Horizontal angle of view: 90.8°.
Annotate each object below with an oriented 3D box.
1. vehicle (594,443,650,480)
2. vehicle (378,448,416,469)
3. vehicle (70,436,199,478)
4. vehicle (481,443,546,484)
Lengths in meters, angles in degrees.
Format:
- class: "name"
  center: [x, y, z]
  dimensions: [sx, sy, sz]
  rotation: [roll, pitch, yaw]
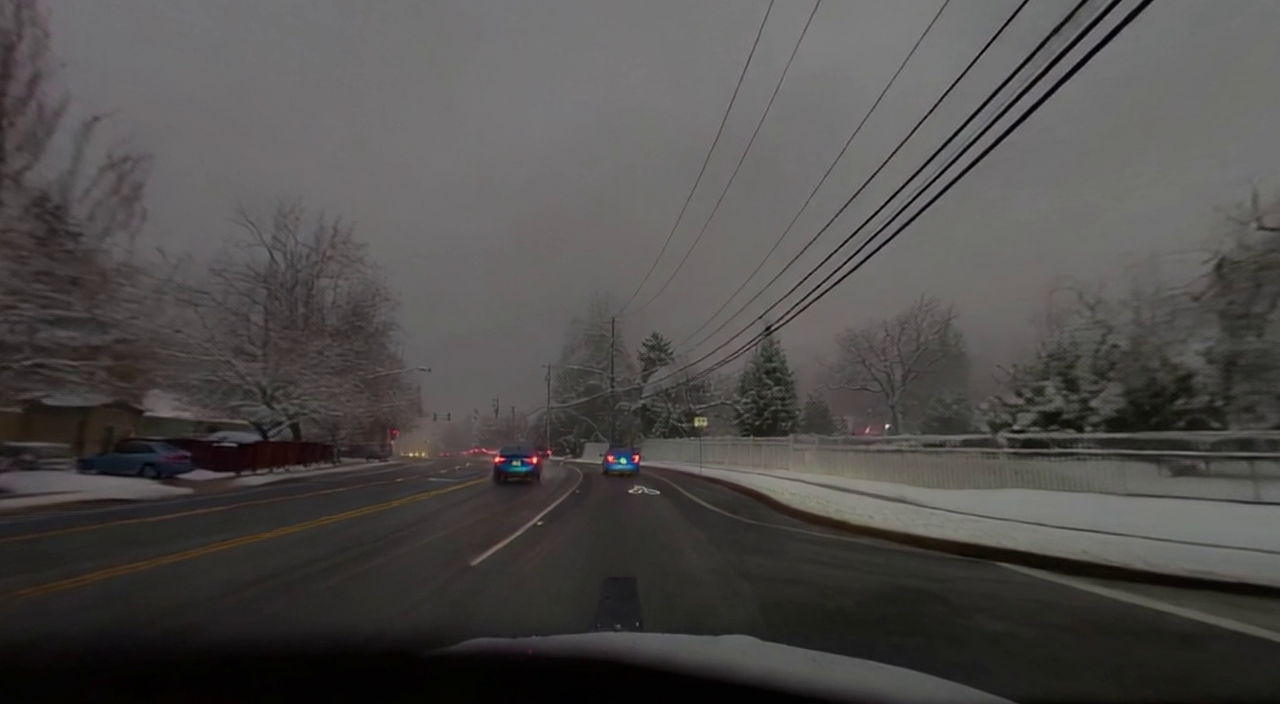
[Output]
- class: "vehicle"
  center: [-0.879, 4.854, 28.286]
  dimensions: [2.168, 1.504, 4.284]
  rotation: [2, -8, -6]
- class: "vehicle"
  center: [-18.781, 8.211, 48.962]
  dimensions: [1.944, 1.458, 4.549]
  rotation: [3, -9, -12]
- class: "vehicle"
  center: [-21.976, 4.563, 27.614]
  dimensions: [3.836, 1.693, 1.849]
  rotation: [2, -8, -7]
- class: "vehicle"
  center: [-4.750, 4.224, 24.287]
  dimensions: [1.913, 1.425, 4.235]
  rotation: [1, -8, -4]
